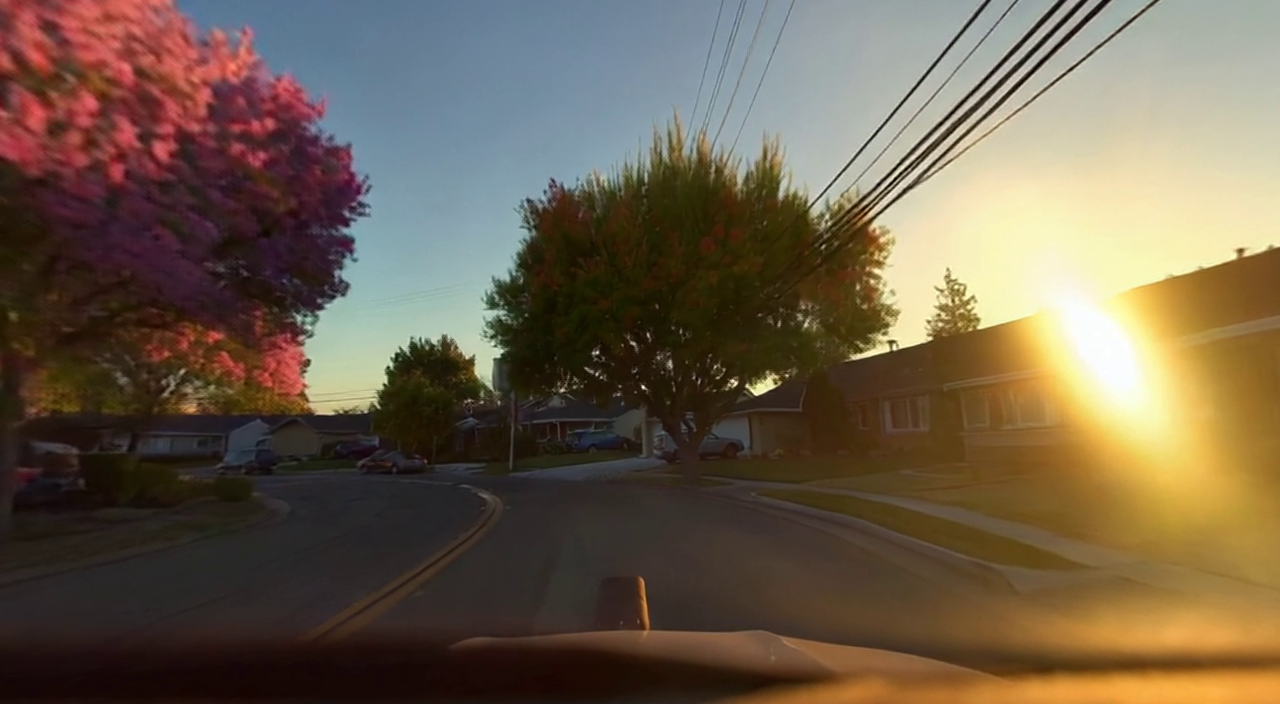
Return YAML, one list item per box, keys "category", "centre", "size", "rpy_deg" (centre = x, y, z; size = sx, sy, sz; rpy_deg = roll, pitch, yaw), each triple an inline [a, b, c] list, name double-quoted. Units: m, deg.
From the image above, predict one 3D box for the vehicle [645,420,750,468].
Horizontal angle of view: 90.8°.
- category: "vehicle"
  centre: [2.738, 4.325, 29.862]
  size: [4.459, 1.738, 1.930]
  rpy_deg: [-2, -7, -28]

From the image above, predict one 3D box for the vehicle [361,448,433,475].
- category: "vehicle"
  centre: [-14.524, 6.492, 37.754]
  size: [4.019, 1.484, 1.978]
  rpy_deg: [-6, -10, 33]

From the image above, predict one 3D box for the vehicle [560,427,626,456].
- category: "vehicle"
  centre: [-3.076, 6.017, 42.249]
  size: [2.043, 1.819, 4.476]
  rpy_deg: [-6, -10, 33]

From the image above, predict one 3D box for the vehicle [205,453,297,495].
- category: "vehicle"
  centre: [-17.134, 5.296, 27.773]
  size: [3.897, 1.493, 1.942]
  rpy_deg: [-4, -7, 34]
